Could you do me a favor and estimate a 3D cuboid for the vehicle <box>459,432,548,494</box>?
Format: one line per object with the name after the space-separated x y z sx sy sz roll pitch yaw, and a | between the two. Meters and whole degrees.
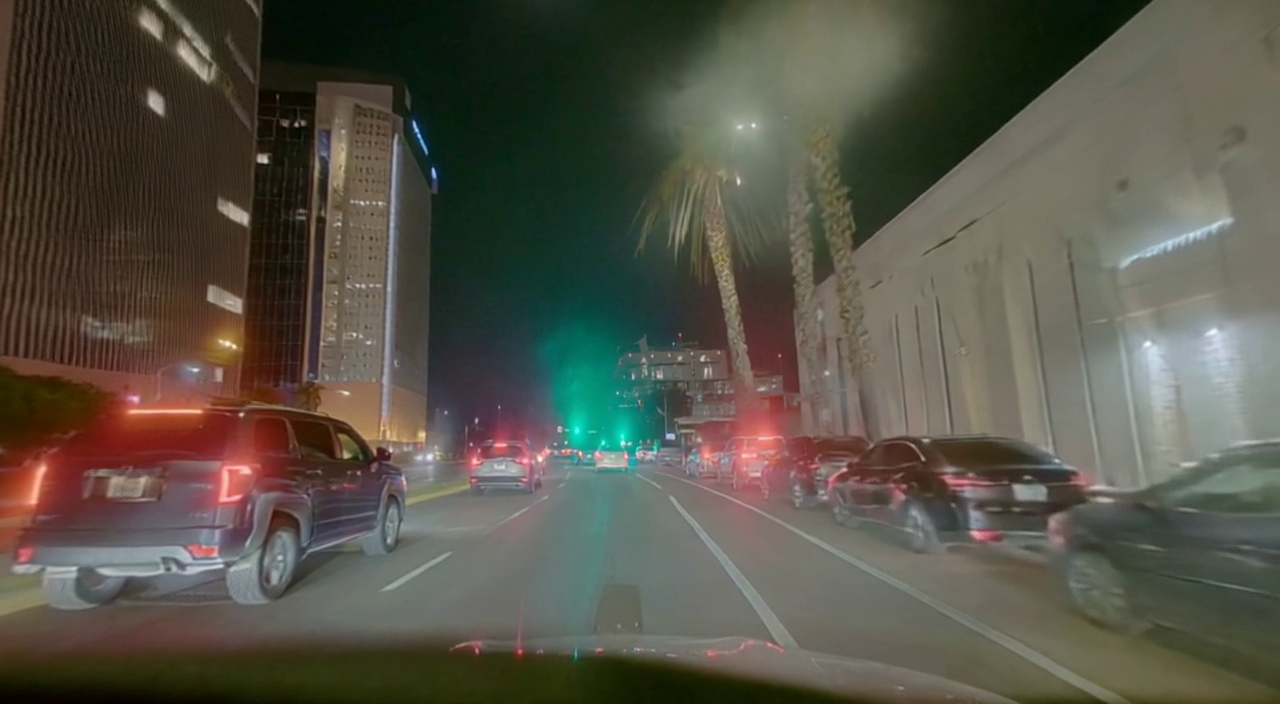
-4.191 3.482 20.125 2.014 1.740 4.392 0 -9 -2 | vehicle

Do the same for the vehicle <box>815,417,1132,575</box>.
4.048 1.814 8.753 1.773 1.584 4.553 0 -9 -2 | vehicle

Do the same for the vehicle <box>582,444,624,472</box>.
-2.088 5.755 34.411 2.036 1.461 3.890 1 -9 -7 | vehicle

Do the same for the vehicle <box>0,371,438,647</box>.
-3.660 1.336 6.300 1.800 1.797 4.224 0 -9 1 | vehicle

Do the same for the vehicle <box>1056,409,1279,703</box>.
4.096 0.970 2.623 1.829 1.499 4.109 0 -9 -1 | vehicle
